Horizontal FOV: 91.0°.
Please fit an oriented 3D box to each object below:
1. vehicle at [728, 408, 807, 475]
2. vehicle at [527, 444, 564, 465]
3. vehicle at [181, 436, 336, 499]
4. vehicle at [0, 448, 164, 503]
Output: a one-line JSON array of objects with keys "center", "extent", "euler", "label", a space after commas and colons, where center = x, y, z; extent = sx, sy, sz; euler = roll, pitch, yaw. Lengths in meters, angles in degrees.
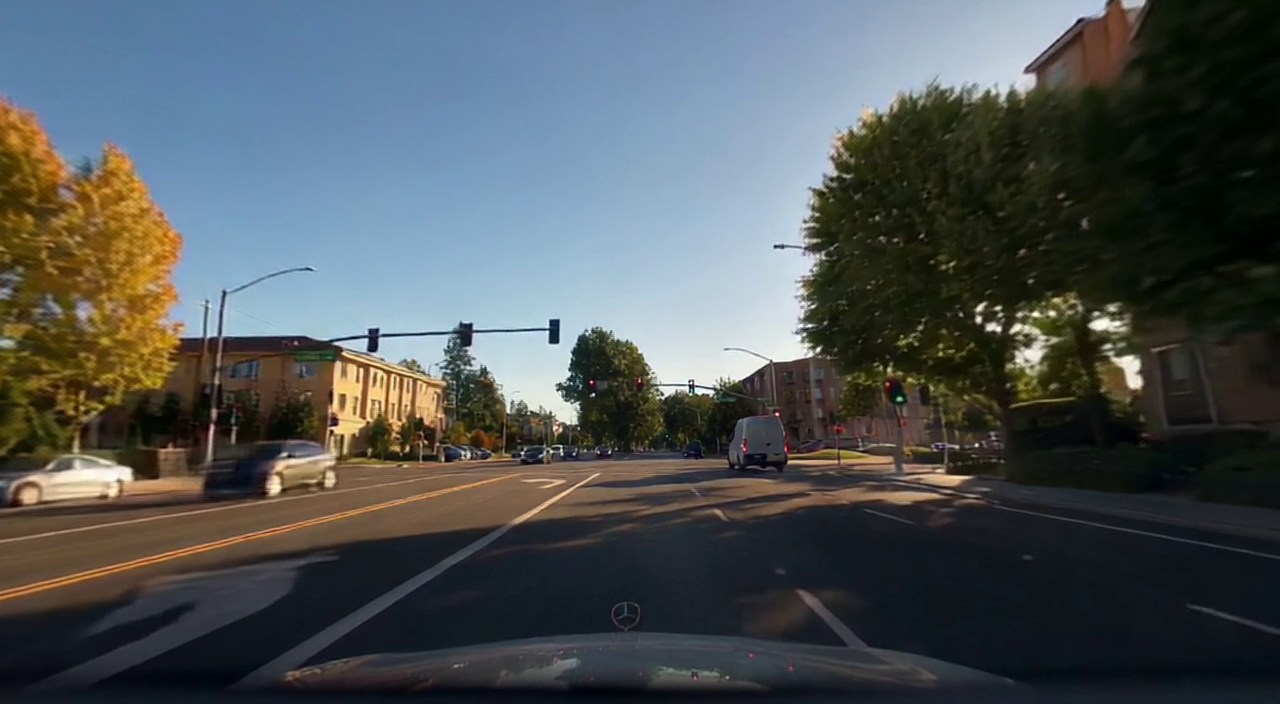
[{"center": [6.767, 4.915, 34.610], "extent": [2.802, 3.208, 7.459], "euler": [1, -8, 0], "label": "vehicle"}, {"center": [-7.110, 7.750, 47.996], "extent": [1.986, 1.481, 4.602], "euler": [0, -8, 1], "label": "vehicle"}, {"center": [-11.649, 3.516, 19.667], "extent": [2.098, 1.704, 4.313], "euler": [1, -8, 0], "label": "vehicle"}, {"center": [-18.282, 3.891, 20.406], "extent": [1.901, 1.513, 4.795], "euler": [1, -8, 1], "label": "vehicle"}]
